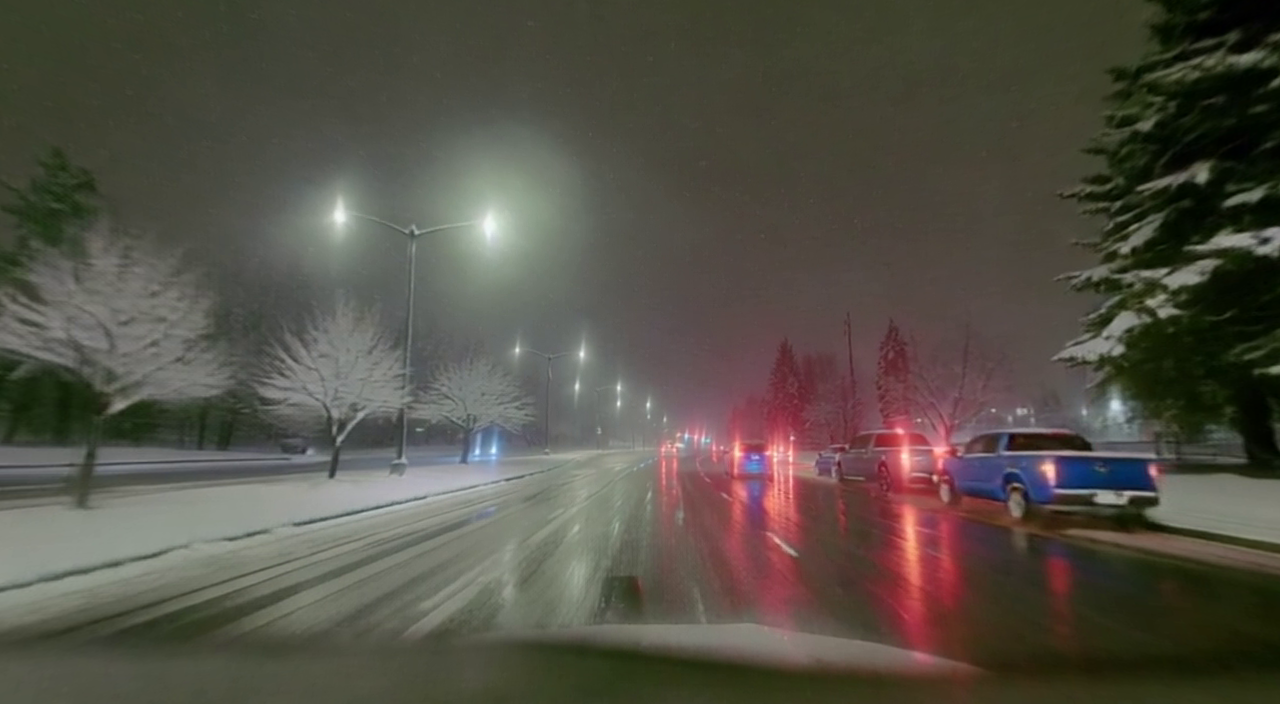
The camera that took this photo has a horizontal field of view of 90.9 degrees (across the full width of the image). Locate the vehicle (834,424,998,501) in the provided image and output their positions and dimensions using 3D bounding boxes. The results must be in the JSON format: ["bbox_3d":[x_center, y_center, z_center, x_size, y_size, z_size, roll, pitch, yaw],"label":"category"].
[{"bbox_3d":[8.218,3.368,19.770,2.410,1.997,6.477,0,-8,2],"label":"vehicle"}]

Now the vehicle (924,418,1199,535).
[{"bbox_3d":[7.637,2.283,12.214,2.104,1.801,4.628,0,-8,0],"label":"vehicle"}]

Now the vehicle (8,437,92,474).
[{"bbox_3d":[-27.480,4.793,29.314,4.266,1.583,2.078,-7,-11,38],"label":"vehicle"}]

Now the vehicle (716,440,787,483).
[{"bbox_3d":[4.212,4.202,24.499,1.981,1.499,4.536,0,-8,1],"label":"vehicle"}]
